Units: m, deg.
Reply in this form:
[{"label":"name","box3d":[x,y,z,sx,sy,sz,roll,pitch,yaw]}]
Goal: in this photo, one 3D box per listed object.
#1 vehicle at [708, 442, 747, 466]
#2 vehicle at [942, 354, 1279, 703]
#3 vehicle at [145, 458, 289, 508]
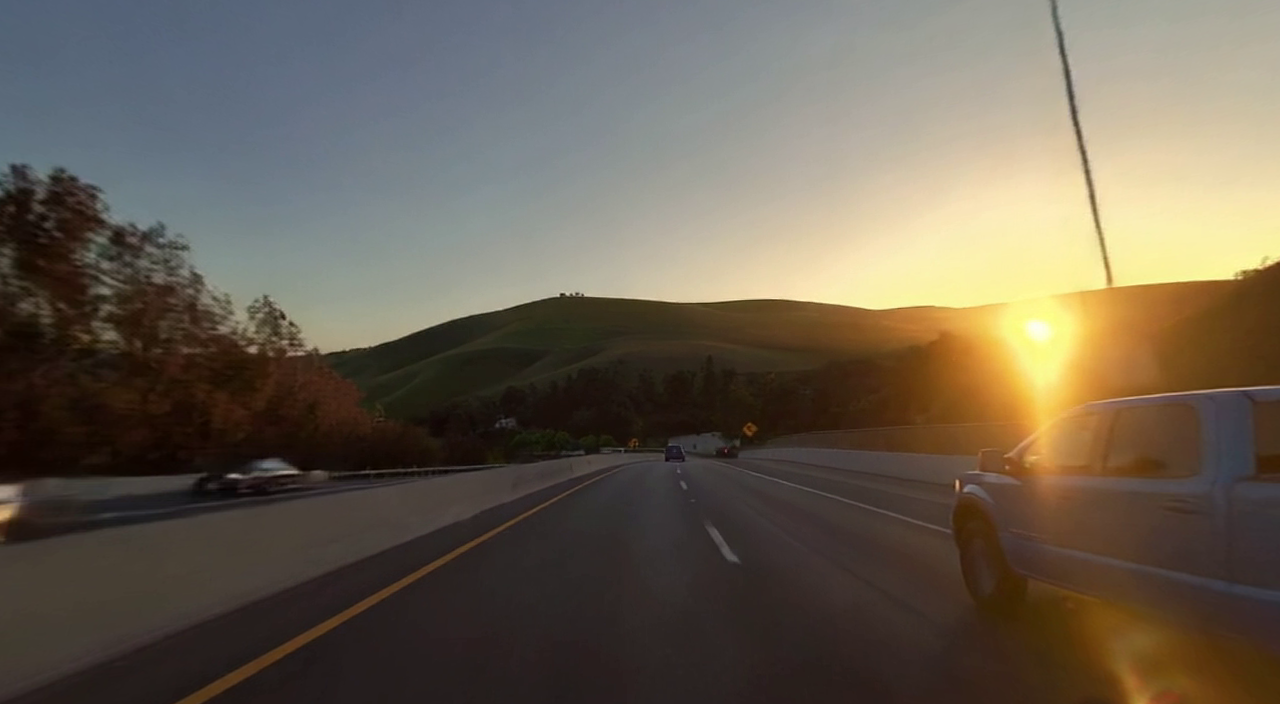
[{"label":"vehicle","box3d":[6.094,7.151,44.402,2.249,1.635,4.118,0,-9,2]},{"label":"vehicle","box3d":[3.920,0.988,3.463,2.151,1.744,4.709,0,-9,0]},{"label":"vehicle","box3d":[-14.270,4.410,21.696,1.815,1.428,4.437,0,-9,1]}]
